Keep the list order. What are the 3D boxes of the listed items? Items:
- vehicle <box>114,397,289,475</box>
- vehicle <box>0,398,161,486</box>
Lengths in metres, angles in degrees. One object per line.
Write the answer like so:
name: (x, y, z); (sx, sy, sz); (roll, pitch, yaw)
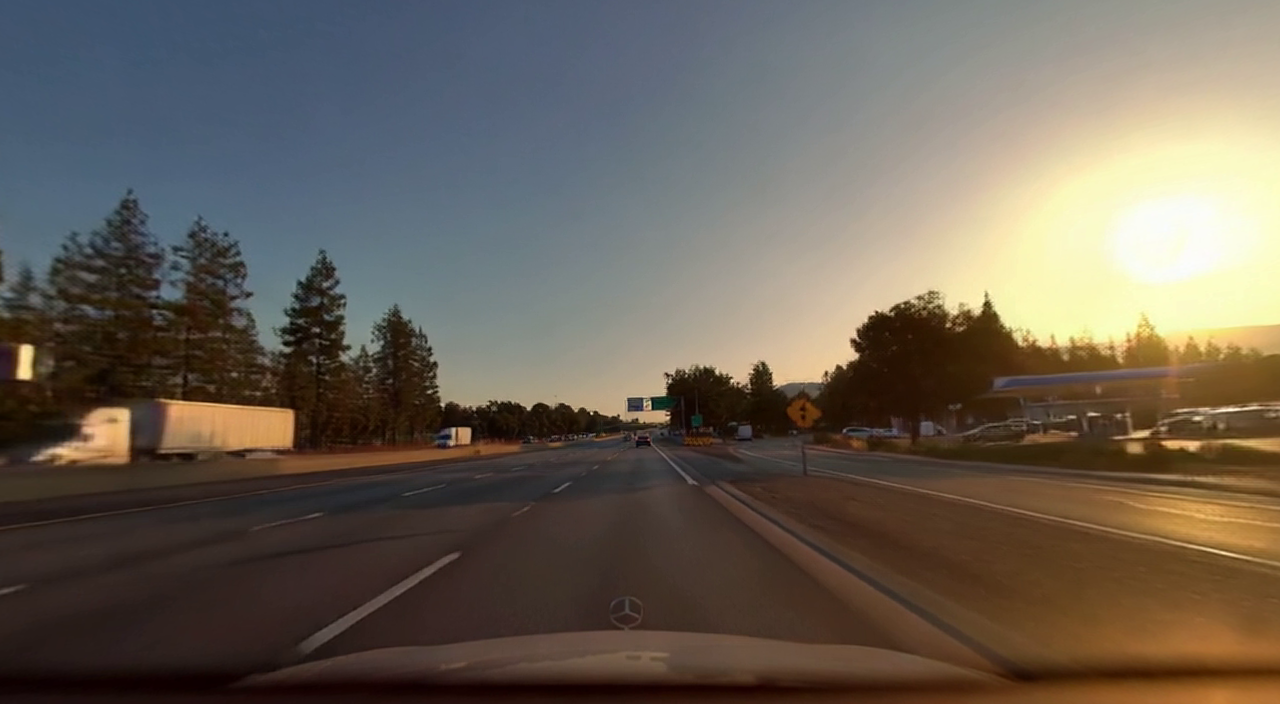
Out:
vehicle: (-28.452, 5.685, 42.151); (3.134, 4.422, 12.041); (0, -8, -1)
vehicle: (-28.325, 4.531, 31.800); (3.372, 3.925, 6.100); (0, -8, -1)
